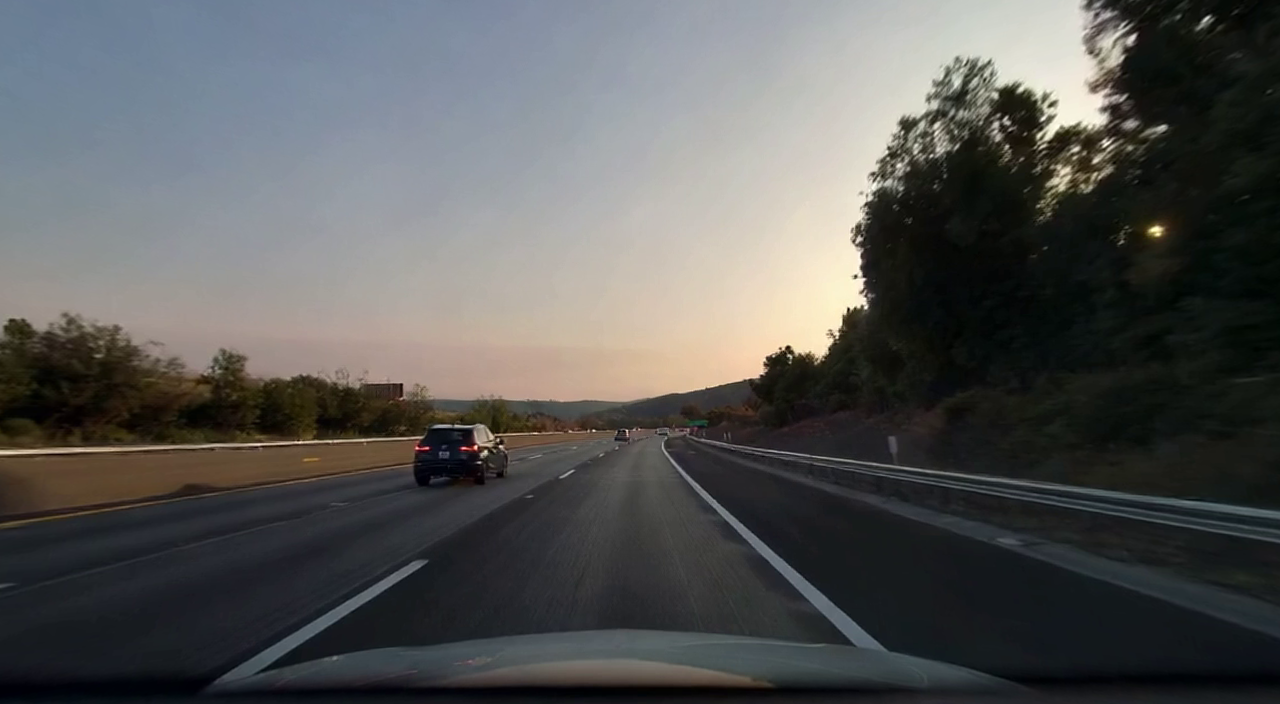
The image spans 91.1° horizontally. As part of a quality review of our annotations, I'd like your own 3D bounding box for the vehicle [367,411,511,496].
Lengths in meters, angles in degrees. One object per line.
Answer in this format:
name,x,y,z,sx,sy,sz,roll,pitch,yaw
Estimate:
vehicle,-4.570,2.384,15.114,1.980,1.721,4.419,0,-8,0
